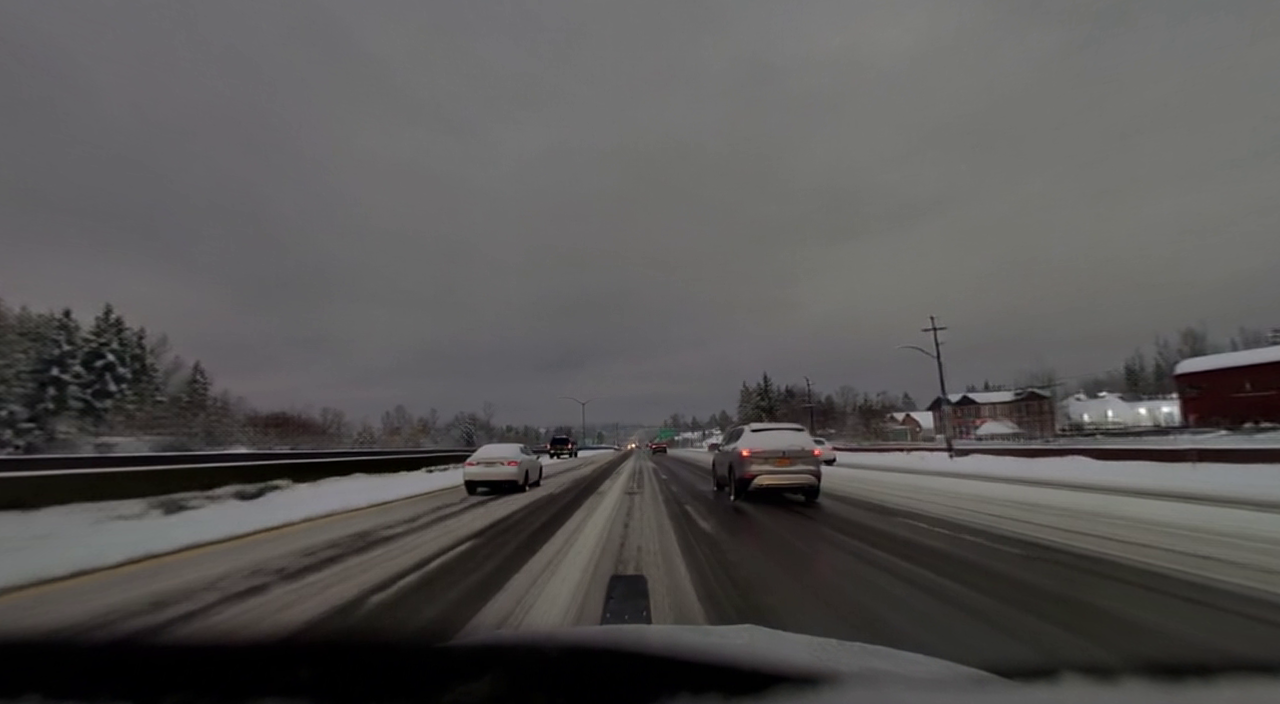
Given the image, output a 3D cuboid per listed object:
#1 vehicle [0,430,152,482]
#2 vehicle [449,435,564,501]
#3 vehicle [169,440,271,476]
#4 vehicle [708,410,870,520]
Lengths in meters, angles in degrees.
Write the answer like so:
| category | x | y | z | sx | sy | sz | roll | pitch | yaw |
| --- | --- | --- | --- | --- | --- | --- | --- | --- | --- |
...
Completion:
| category | x | y | z | sx | sy | sz | roll | pitch | yaw |
| --- | --- | --- | --- | --- | --- | --- | --- | --- | --- |
| vehicle | -26.812 | 4.908 | 30.152 | 2.216 | 2.221 | 5.780 | 0 | -8 | 0 |
| vehicle | -3.436 | 3.087 | 17.269 | 2.080 | 1.542 | 4.718 | -1 | -8 | 1 |
| vehicle | -19.725 | 4.991 | 29.833 | 2.028 | 1.565 | 3.951 | -1 | -8 | 1 |
| vehicle | 2.813 | 2.291 | 13.272 | 2.148 | 1.852 | 4.835 | 0 | -8 | -1 |
